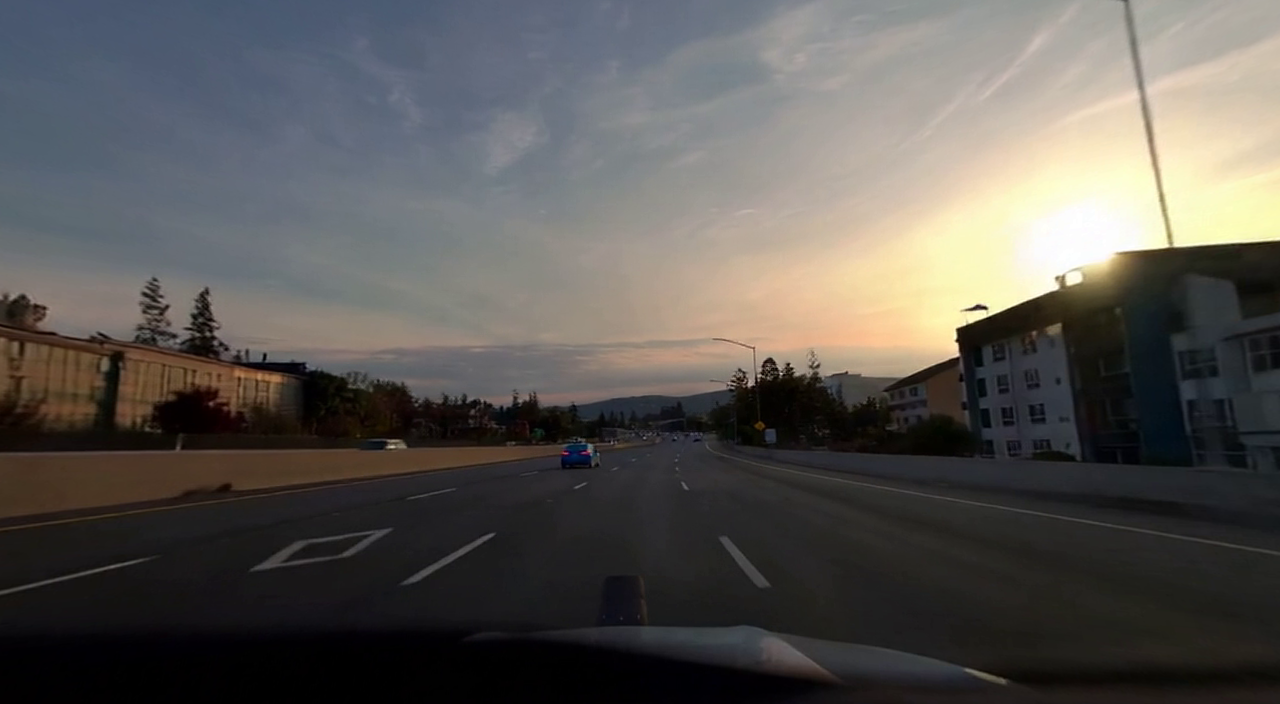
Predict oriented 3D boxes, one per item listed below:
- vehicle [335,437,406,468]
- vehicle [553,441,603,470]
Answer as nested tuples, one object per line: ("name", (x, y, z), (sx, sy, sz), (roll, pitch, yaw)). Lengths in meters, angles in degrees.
("vehicle", (-15.929, 5.967, 37.634), (1.950, 1.669, 4.544), (-1, -9, 3))
("vehicle", (-3.498, 5.960, 36.502), (2.087, 1.566, 4.756), (-1, -9, 4))
